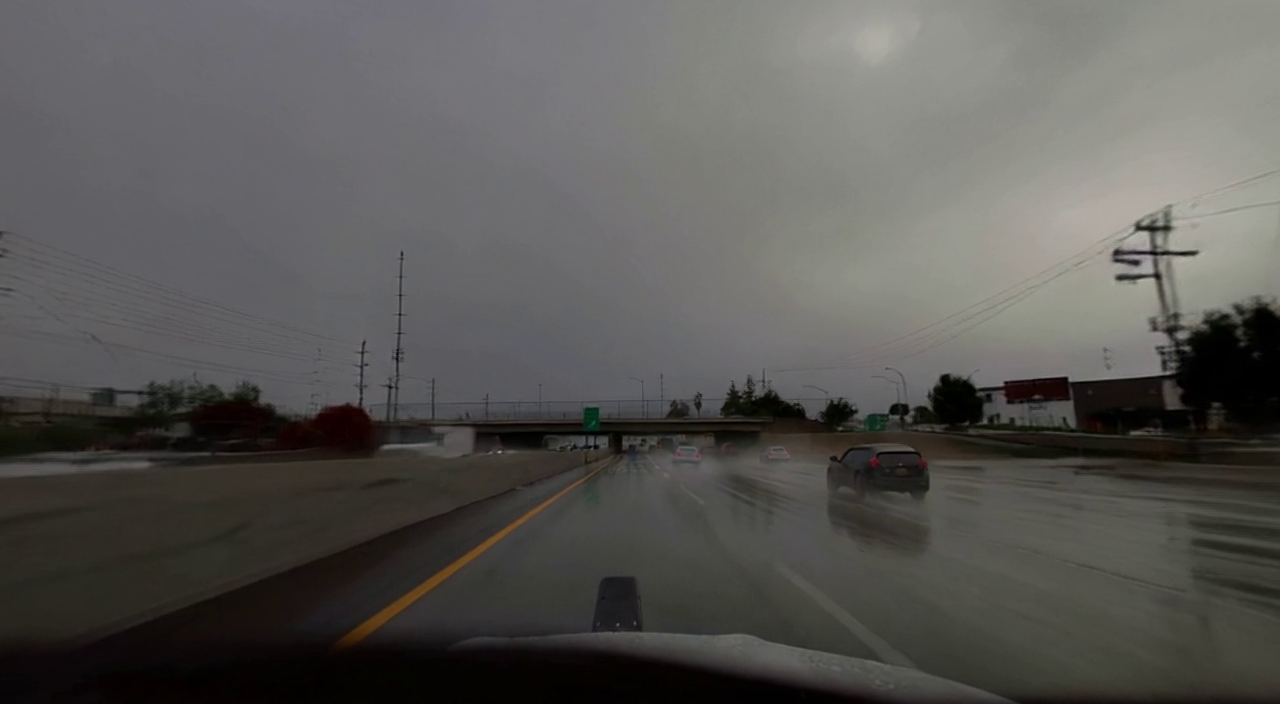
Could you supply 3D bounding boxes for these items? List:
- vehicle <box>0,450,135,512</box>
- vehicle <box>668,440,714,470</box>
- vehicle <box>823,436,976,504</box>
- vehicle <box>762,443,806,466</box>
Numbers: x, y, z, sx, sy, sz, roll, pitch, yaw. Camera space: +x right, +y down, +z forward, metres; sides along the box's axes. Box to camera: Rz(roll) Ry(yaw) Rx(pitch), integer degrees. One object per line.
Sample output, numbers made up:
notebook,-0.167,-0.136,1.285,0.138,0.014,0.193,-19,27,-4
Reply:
vehicle,-16.832,3.514,17.621,1.776,1.473,4.494,0,-8,-1
vehicle,2.715,5.646,34.799,1.993,1.507,4.594,0,-8,-2
vehicle,6.424,2.959,16.307,1.952,1.489,4.483,0,-8,-2
vehicle,9.600,6.849,42.451,1.838,1.440,4.121,0,-8,-2
